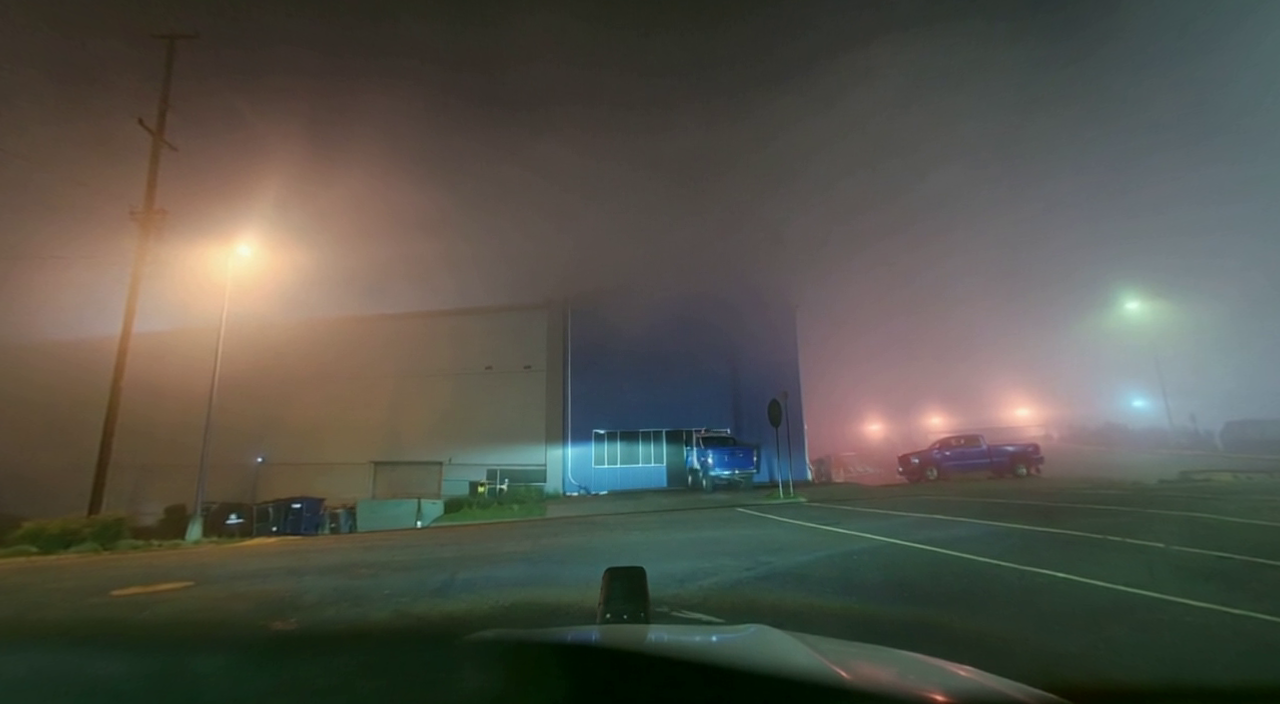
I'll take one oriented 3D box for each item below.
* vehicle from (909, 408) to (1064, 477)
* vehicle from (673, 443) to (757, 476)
[{"bbox_3d":[17.480,4.636,32.034,6.271,3.004,2.298,-3,-11,-5],"label":"vehicle"},{"bbox_3d":[4.874,7.066,41.562,5.207,2.103,1.997,0,-8,-4],"label":"vehicle"}]
